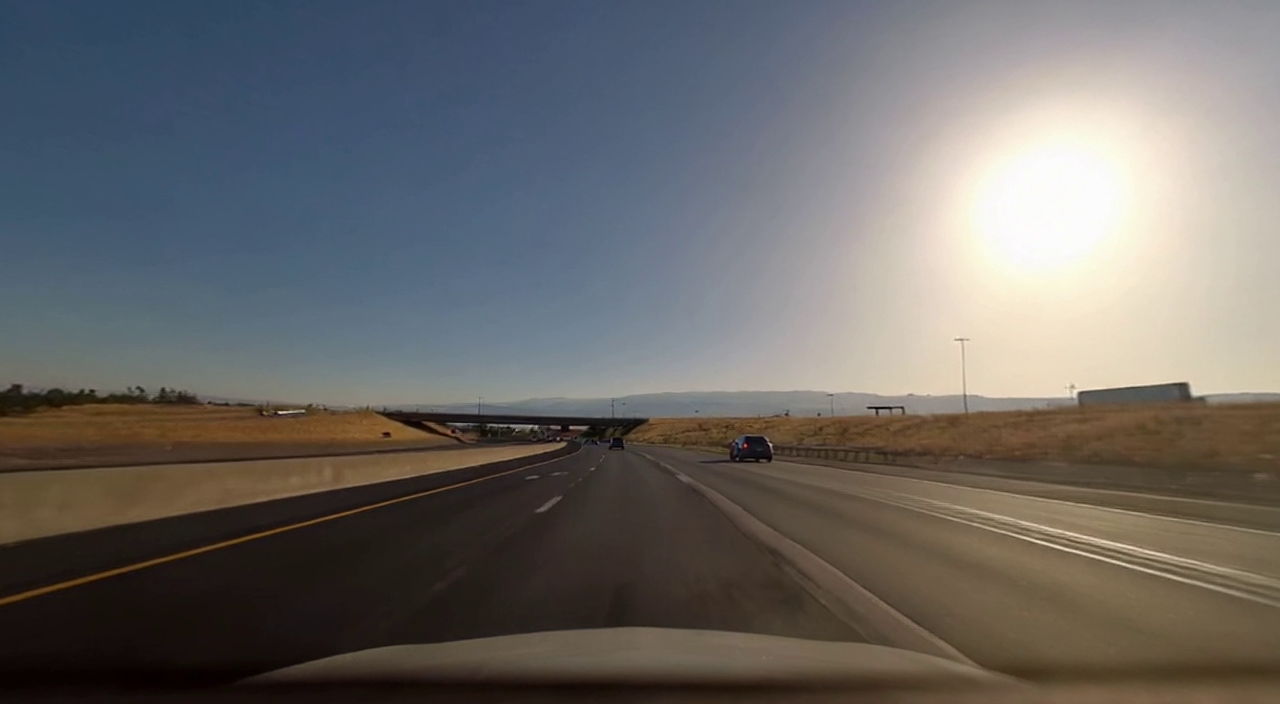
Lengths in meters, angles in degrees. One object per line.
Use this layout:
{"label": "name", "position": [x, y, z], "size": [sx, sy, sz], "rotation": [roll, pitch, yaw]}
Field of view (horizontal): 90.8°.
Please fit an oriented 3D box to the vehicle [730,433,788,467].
{"label": "vehicle", "position": [6.344, 5.325, 34.330], "size": [2.104, 1.723, 4.538], "rotation": [0, -8, -2]}
